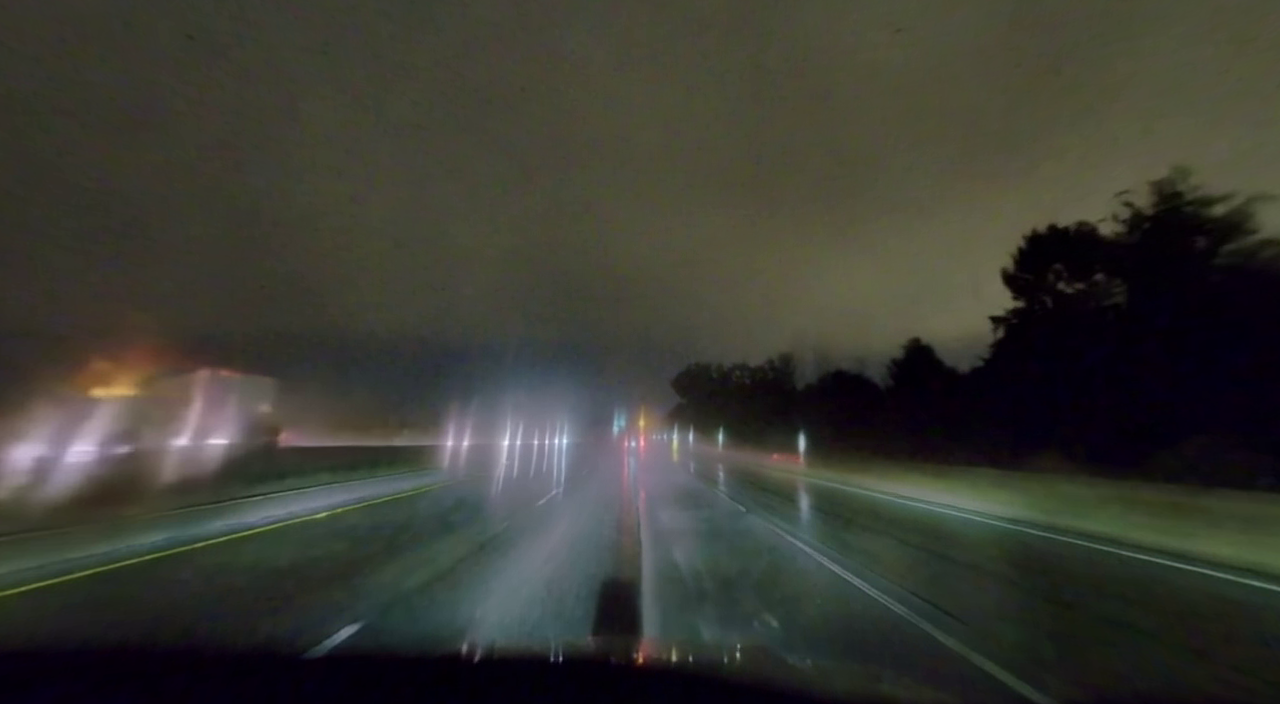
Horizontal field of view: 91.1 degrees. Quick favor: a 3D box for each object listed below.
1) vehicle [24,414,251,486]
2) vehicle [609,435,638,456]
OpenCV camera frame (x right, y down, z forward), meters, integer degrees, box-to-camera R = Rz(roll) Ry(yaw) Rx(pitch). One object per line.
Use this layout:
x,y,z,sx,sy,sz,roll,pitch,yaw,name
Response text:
-12.502,2.478,16.186,1.927,1.559,4.766,0,-8,-1,vehicle
-1.242,6.954,46.976,2.025,1.519,3.924,0,-8,-2,vehicle
